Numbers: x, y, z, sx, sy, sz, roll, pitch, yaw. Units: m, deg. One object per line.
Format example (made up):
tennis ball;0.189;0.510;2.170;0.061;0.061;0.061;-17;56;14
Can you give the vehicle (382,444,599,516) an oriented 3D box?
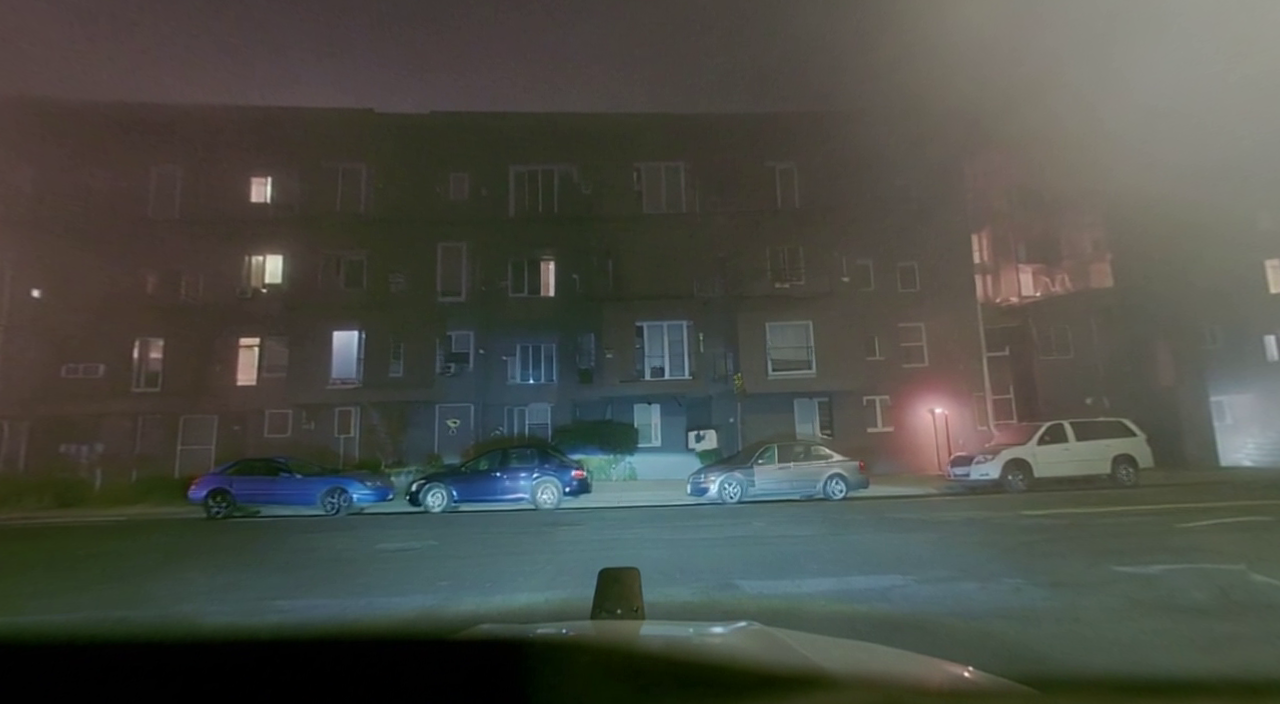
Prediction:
vehicle;-3.203;2.829;14.286;4.489;1.470;1.776;1;-8;-5

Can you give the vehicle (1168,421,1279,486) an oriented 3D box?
vehicle;16.138;2.503;15.714;4.426;1.476;1.864;1;-8;-4

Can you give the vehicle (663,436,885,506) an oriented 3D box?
vehicle;2.973;2.715;14.678;4.681;1.480;1.817;1;-8;-5

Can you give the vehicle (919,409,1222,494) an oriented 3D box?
vehicle;10.174;2.392;15.292;5.739;1.852;2.330;1;-8;-4

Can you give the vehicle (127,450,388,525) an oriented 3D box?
vehicle;-8.107;2.889;13.809;4.423;1.449;1.813;1;-9;-6
